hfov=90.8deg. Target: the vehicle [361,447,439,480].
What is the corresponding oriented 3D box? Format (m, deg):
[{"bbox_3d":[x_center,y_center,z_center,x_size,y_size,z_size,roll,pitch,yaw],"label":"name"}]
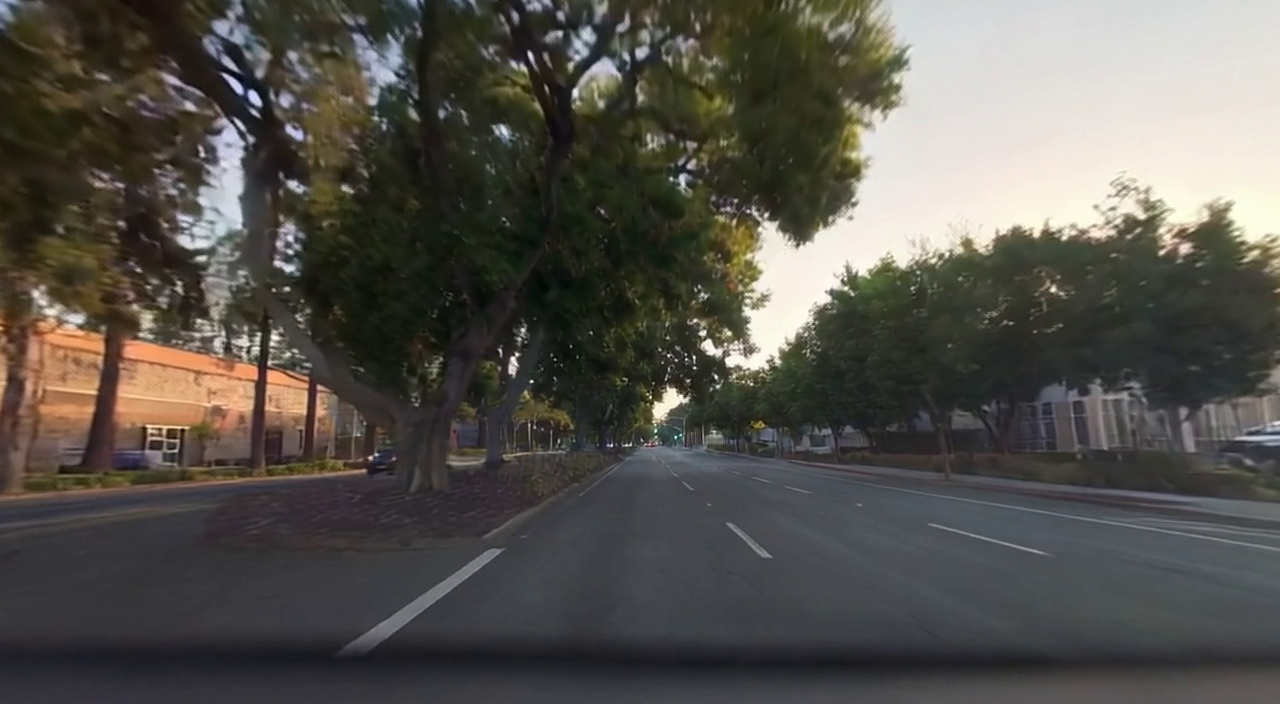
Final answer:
[{"bbox_3d":[-11.740,5.436,31.233,1.972,1.466,4.683,0,-8,1],"label":"vehicle"}]
